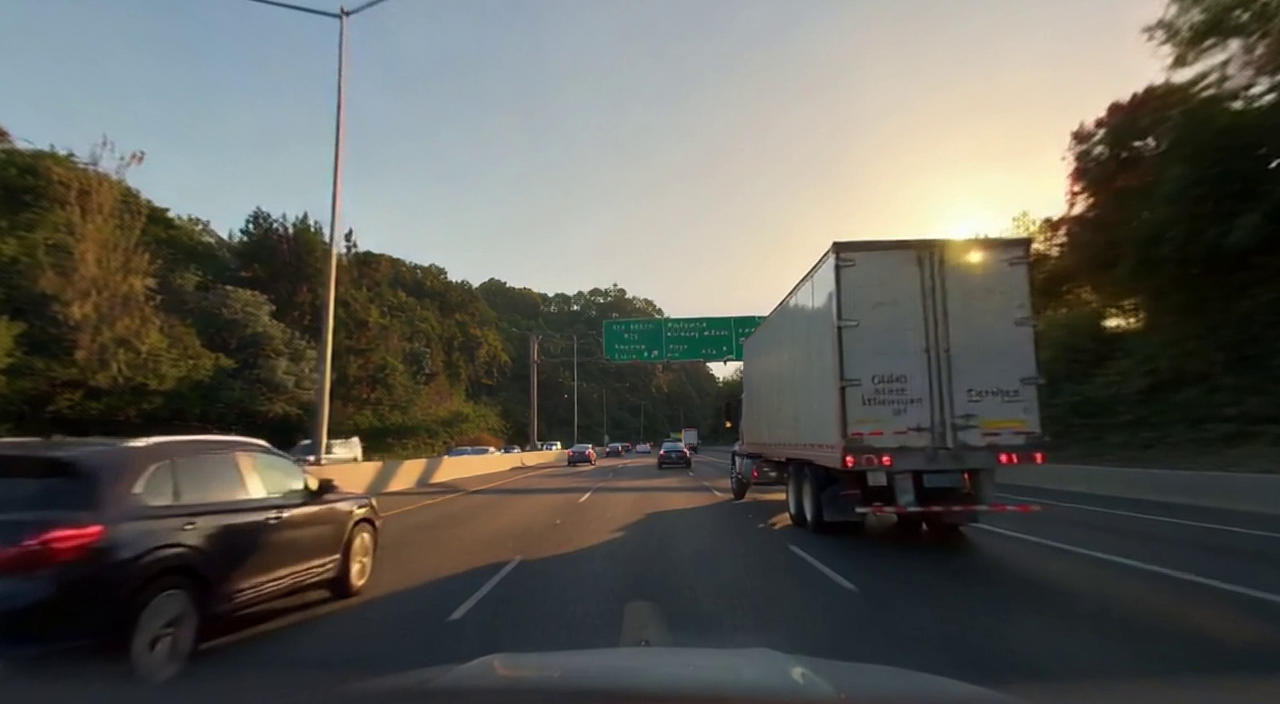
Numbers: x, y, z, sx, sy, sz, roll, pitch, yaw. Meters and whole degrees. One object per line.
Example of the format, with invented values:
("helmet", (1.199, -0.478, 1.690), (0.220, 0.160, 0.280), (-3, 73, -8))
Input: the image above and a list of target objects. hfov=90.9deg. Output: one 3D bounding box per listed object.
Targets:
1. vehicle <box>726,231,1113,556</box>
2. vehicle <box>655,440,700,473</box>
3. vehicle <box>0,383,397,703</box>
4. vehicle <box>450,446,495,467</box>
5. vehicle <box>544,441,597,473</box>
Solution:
("vehicle", (4.019, 1.241, 13.133), (2.985, 3.895, 11.239), (0, -8, 1))
("vehicle", (1.840, 5.118, 31.085), (2.040, 1.461, 4.822), (-1, -8, 3))
("vehicle", (-3.440, 1.102, 3.644), (1.974, 1.589, 5.047), (0, -8, 1))
("vehicle", (-12.201, 7.612, 46.183), (1.975, 1.476, 4.492), (0, -8, 1))
("vehicle", (-3.463, 5.323, 32.204), (2.099, 1.494, 4.504), (0, -8, 1))
